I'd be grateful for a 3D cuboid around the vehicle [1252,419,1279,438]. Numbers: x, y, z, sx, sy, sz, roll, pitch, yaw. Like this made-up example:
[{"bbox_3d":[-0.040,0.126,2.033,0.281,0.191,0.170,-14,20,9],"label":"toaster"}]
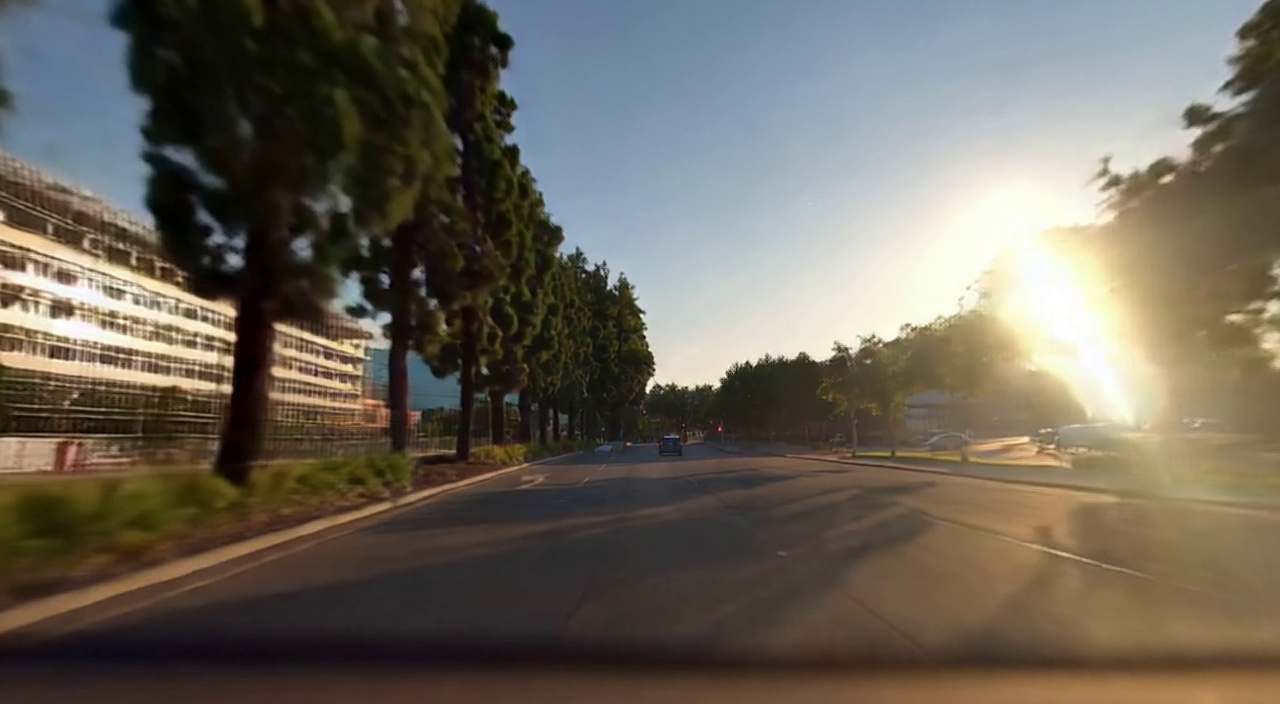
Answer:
[{"bbox_3d":[49.393,5.998,49.327,1.864,1.390,4.393,-8,-11,39],"label":"vehicle"}]
